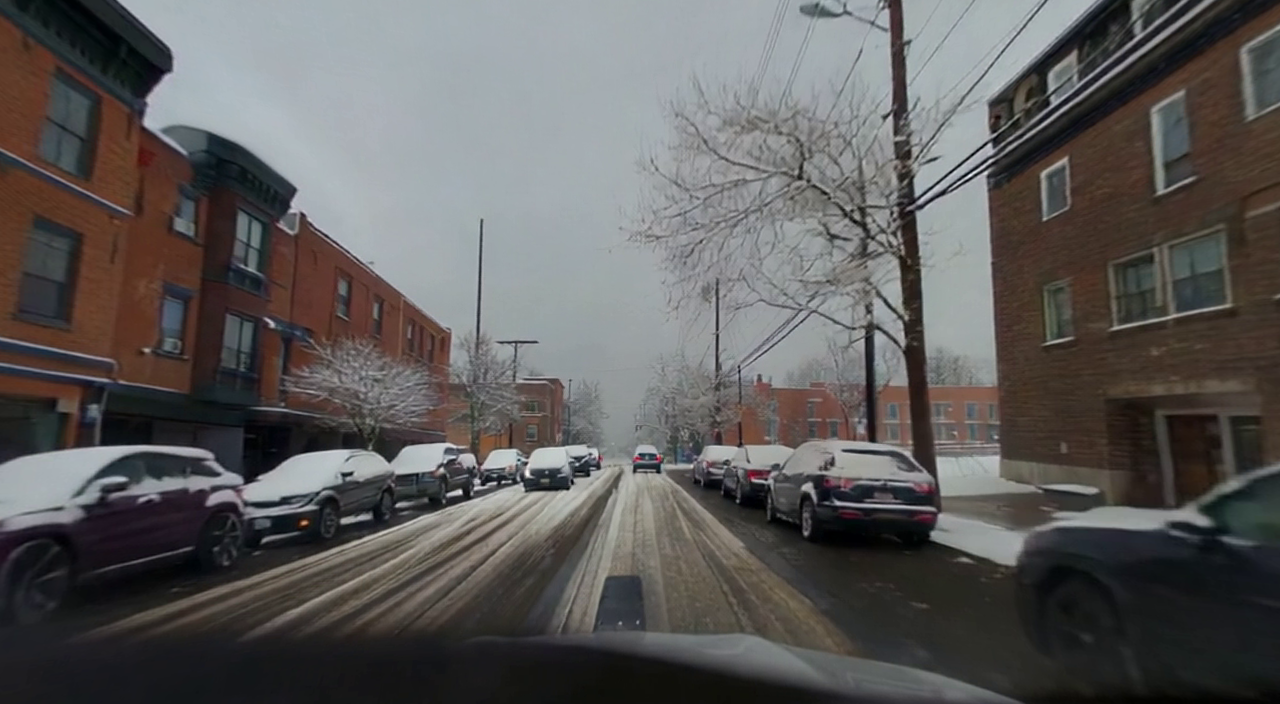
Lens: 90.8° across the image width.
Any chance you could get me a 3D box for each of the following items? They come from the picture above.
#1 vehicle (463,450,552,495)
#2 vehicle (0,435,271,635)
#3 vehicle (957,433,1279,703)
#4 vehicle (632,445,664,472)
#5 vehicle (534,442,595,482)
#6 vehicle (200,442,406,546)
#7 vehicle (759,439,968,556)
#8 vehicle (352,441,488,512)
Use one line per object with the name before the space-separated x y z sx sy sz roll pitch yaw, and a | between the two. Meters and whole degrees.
vehicle | -5.318 4.660 24.892 1.994 1.510 4.802 5 -10 -29
vehicle | -6.736 1.903 7.453 1.930 1.756 4.955 0 -8 -3
vehicle | 3.318 1.040 2.357 1.885 1.464 4.466 0 -8 -1
vehicle | 0.511 7.285 43.281 2.059 1.736 3.994 0 -8 0
vehicle | -3.660 5.470 31.686 2.236 1.834 4.743 -1 -8 3
vehicle | -6.658 2.787 13.196 1.925 1.759 4.396 0 -8 -1
vehicle | 3.414 2.274 10.674 1.895 1.553 4.235 0 -8 -1
vehicle | -6.649 3.798 20.022 2.263 1.882 5.706 0 -8 0
